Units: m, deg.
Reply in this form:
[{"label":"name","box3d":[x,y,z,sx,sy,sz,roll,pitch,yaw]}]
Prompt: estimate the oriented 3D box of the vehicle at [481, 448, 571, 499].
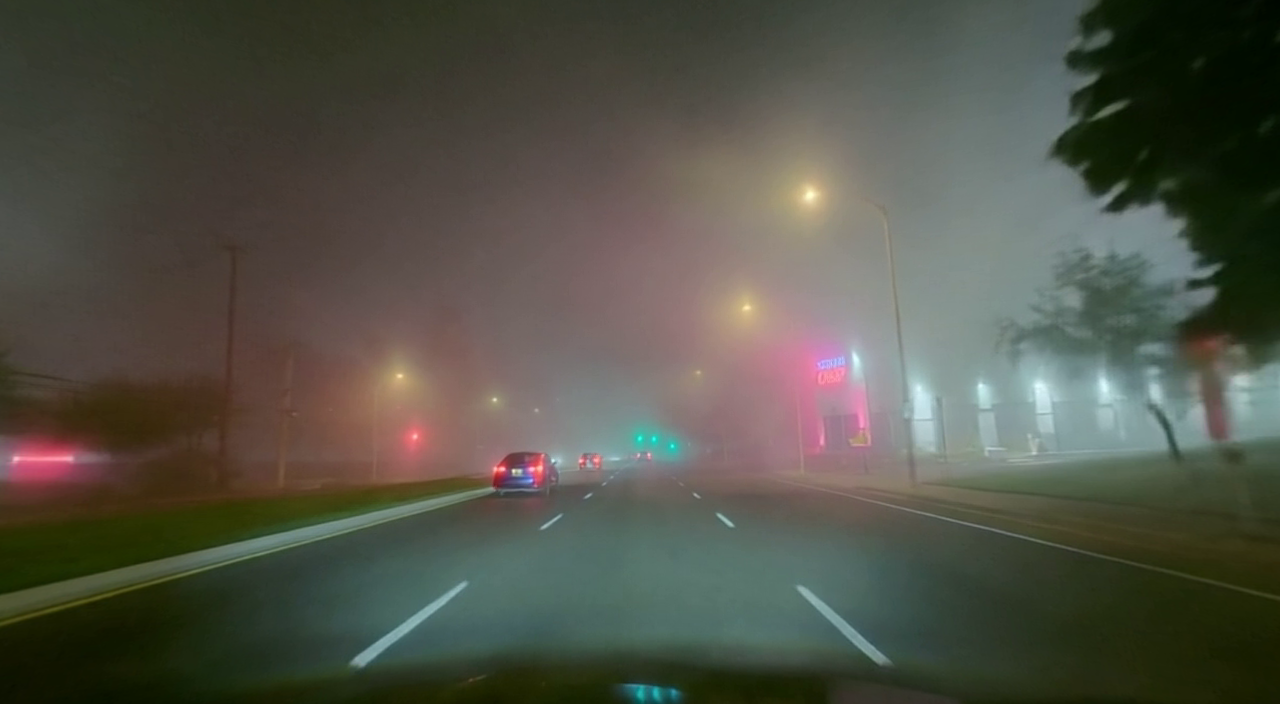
[{"label":"vehicle","box3d":[-3.557,3.865,20.493,2.076,1.444,4.328,0,-9,1]}]
